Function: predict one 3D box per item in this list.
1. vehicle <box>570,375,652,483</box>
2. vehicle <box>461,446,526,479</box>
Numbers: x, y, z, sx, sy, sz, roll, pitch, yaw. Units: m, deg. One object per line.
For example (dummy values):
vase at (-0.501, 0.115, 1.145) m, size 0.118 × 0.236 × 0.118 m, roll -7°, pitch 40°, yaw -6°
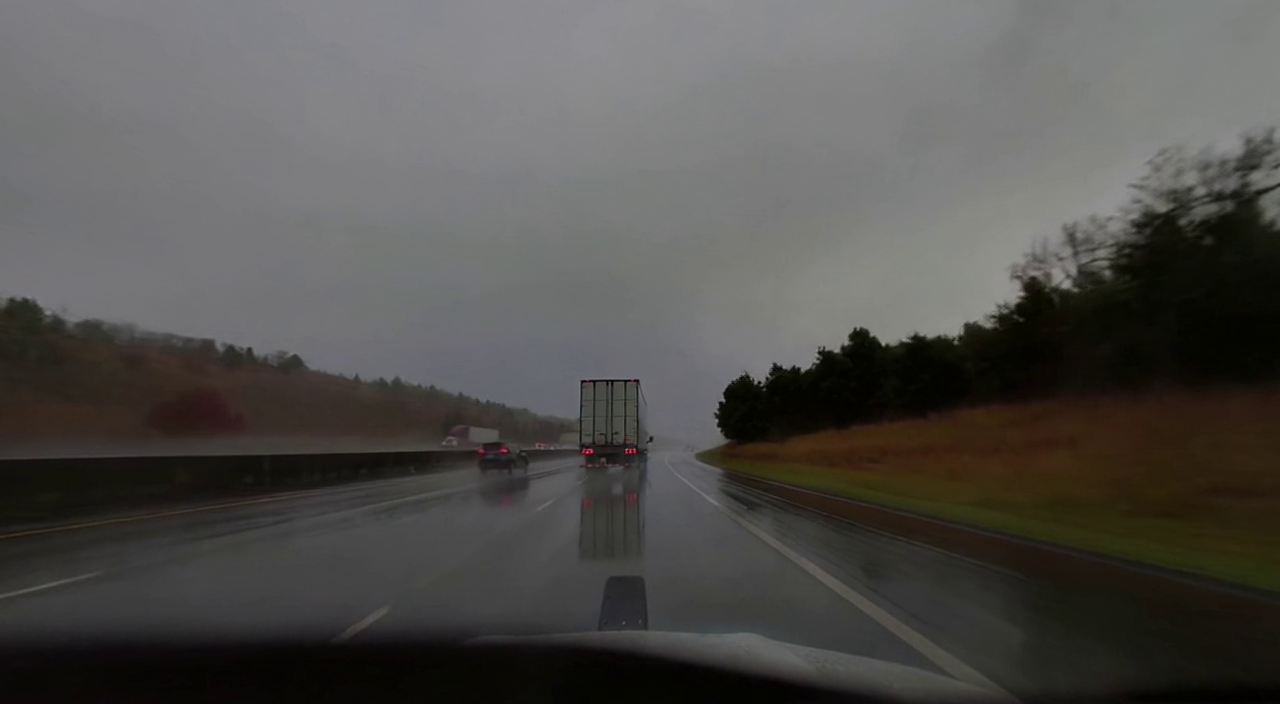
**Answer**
vehicle at (-0.970, 4.016, 31.375) m, size 2.851 × 4.098 × 14.436 m, roll 0°, pitch -9°, yaw 2°
vehicle at (-6.799, 5.166, 29.718) m, size 1.967 × 1.420 × 4.473 m, roll 0°, pitch -9°, yaw 1°
